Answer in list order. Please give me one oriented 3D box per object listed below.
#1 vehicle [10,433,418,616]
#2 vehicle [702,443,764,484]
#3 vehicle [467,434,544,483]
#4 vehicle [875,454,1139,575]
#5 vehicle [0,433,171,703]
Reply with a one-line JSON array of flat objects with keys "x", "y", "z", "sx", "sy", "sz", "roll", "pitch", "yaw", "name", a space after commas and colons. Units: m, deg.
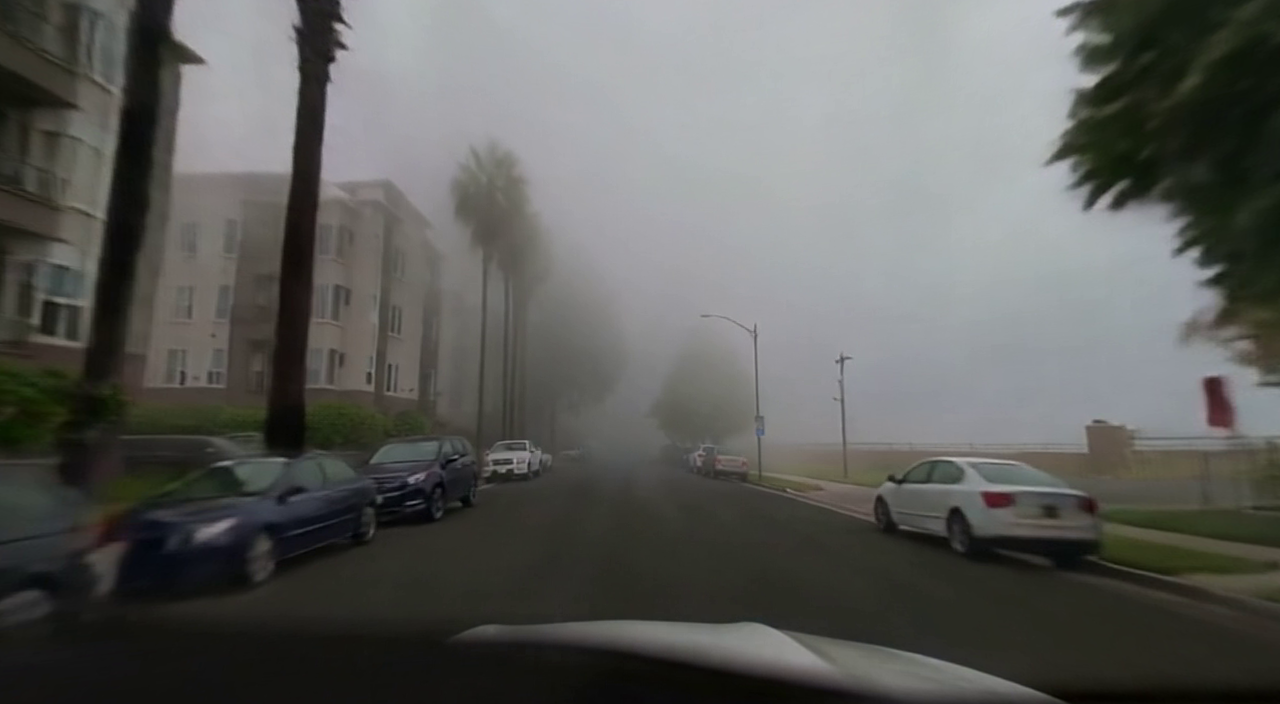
[{"x": -4.390, "y": 1.797, "z": 7.594, "sx": 1.840, "sy": 1.464, "sz": 4.368, "roll": 2, "pitch": -9, "yaw": -1, "name": "vehicle"}, {"x": 4.333, "y": 5.276, "z": 30.287, "sx": 1.969, "sy": 1.782, "sz": 4.677, "roll": 1, "pitch": -9, "yaw": -4, "name": "vehicle"}, {"x": -5.735, "y": 4.658, "z": 27.830, "sx": 2.358, "sy": 1.905, "sz": 5.615, "roll": 0, "pitch": -9, "yaw": -2, "name": "vehicle"}, {"x": 5.293, "y": 2.337, "z": 9.774, "sx": 1.812, "sy": 1.461, "sz": 3.575, "roll": 0, "pitch": -9, "yaw": -2, "name": "vehicle"}, {"x": -4.425, "y": 0.972, "z": 2.079, "sx": 2.066, "sy": 1.506, "sz": 4.719, "roll": 1, "pitch": -9, "yaw": 1, "name": "vehicle"}]
